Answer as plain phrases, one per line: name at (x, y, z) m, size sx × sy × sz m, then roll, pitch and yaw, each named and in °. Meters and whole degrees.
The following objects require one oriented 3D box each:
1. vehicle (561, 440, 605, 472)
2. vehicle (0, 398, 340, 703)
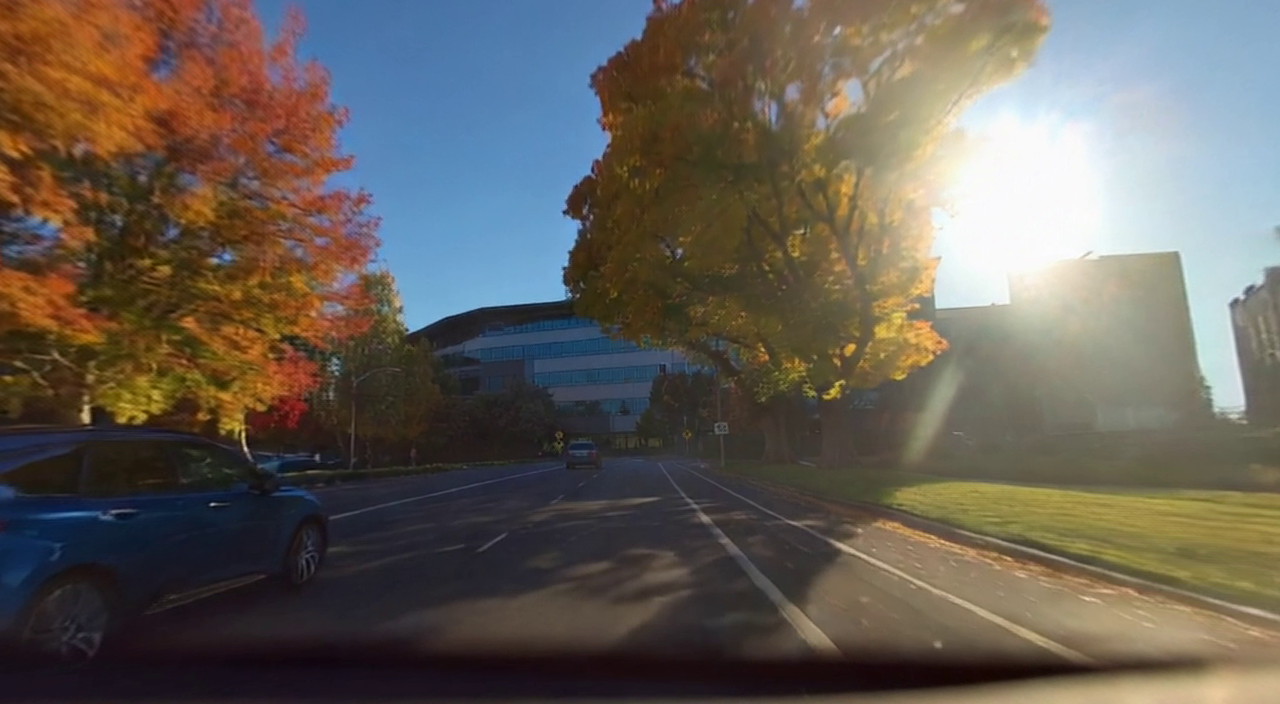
vehicle at (-3.361, 6.246, 37.978) m, size 2.112 × 1.779 × 4.489 m, roll 1°, pitch -9°, yaw 1°
vehicle at (-3.933, 1.132, 3.932) m, size 1.923 × 1.528 × 4.309 m, roll 0°, pitch -9°, yaw 1°
